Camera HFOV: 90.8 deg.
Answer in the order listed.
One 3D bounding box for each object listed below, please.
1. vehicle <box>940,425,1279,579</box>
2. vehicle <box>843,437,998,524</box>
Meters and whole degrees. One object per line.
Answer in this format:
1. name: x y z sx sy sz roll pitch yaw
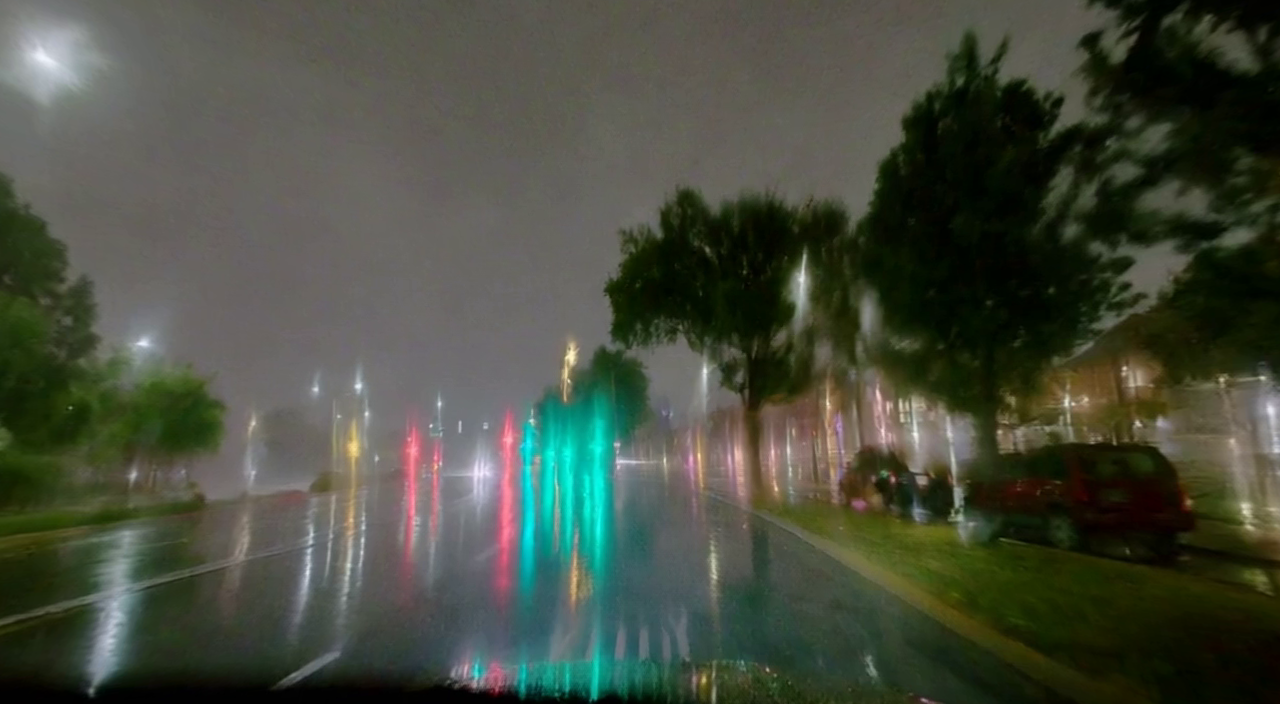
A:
1. vehicle: 7.592 2.329 10.976 2.193 1.872 4.684 -5 -7 -2
2. vehicle: 7.625 3.488 17.969 2.456 2.057 5.270 -1 -8 6
